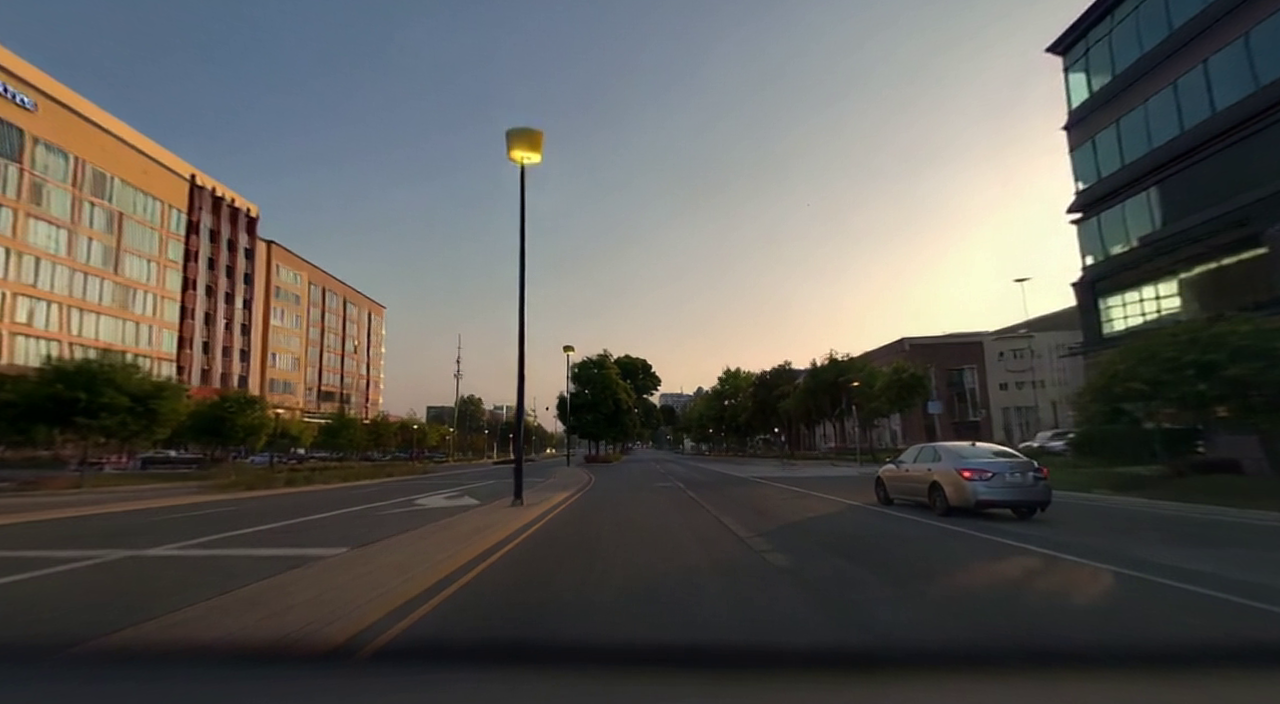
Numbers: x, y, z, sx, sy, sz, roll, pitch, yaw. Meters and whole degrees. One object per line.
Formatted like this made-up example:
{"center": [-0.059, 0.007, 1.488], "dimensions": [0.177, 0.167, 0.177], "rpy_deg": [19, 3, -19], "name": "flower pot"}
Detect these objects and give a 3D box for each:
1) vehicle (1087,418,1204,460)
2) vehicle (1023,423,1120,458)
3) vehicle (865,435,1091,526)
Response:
{"center": [25.623, 4.474, 32.305], "dimensions": [2.212, 1.948, 4.904], "rpy_deg": [-1, -8, 5], "name": "vehicle"}
{"center": [23.079, 4.821, 34.082], "dimensions": [2.066, 1.716, 4.943], "rpy_deg": [-1, -10, 5], "name": "vehicle"}
{"center": [6.537, 2.516, 13.014], "dimensions": [1.913, 1.504, 4.738], "rpy_deg": [0, -9, -2], "name": "vehicle"}
